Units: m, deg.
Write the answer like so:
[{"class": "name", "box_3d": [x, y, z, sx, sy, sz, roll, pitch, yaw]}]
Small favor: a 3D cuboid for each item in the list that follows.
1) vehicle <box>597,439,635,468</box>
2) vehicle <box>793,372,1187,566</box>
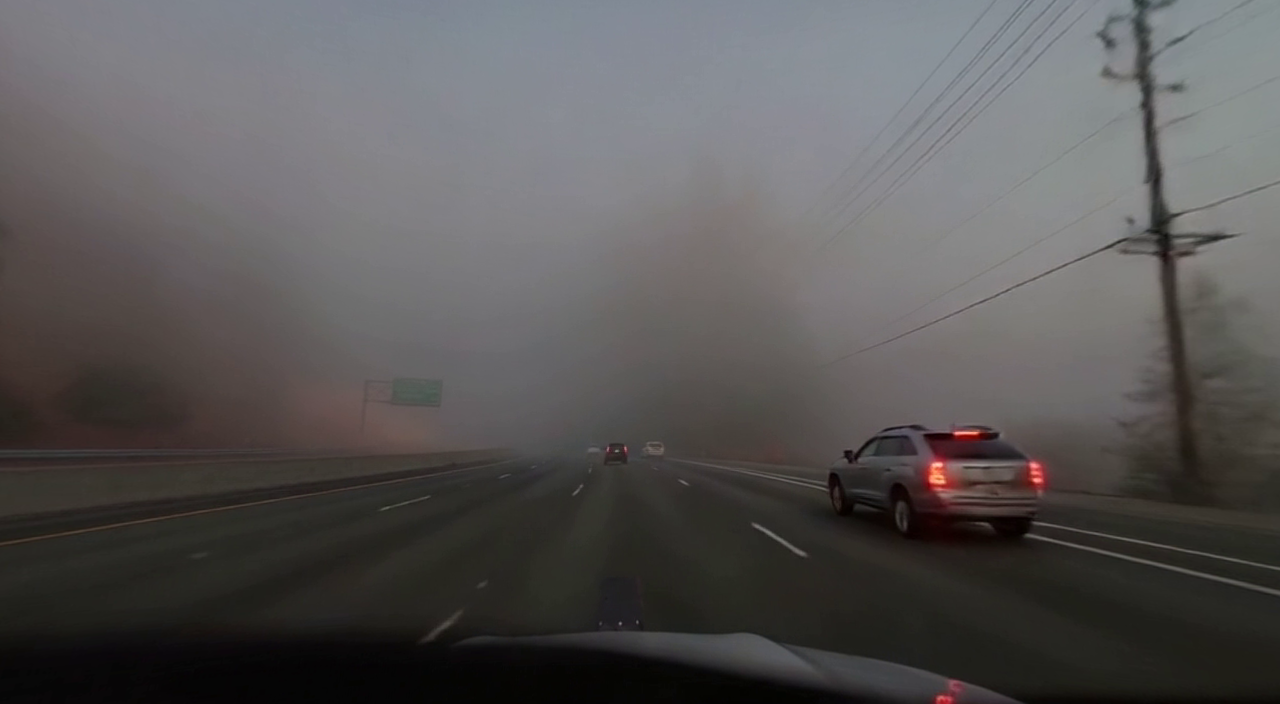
[{"class": "vehicle", "box_3d": [-1.574, 6.337, 39.588, 2.188, 1.714, 3.921, 1, -8, -5]}, {"class": "vehicle", "box_3d": [4.438, 1.666, 9.729, 2.504, 2.033, 5.979, 0, -8, -2]}]
